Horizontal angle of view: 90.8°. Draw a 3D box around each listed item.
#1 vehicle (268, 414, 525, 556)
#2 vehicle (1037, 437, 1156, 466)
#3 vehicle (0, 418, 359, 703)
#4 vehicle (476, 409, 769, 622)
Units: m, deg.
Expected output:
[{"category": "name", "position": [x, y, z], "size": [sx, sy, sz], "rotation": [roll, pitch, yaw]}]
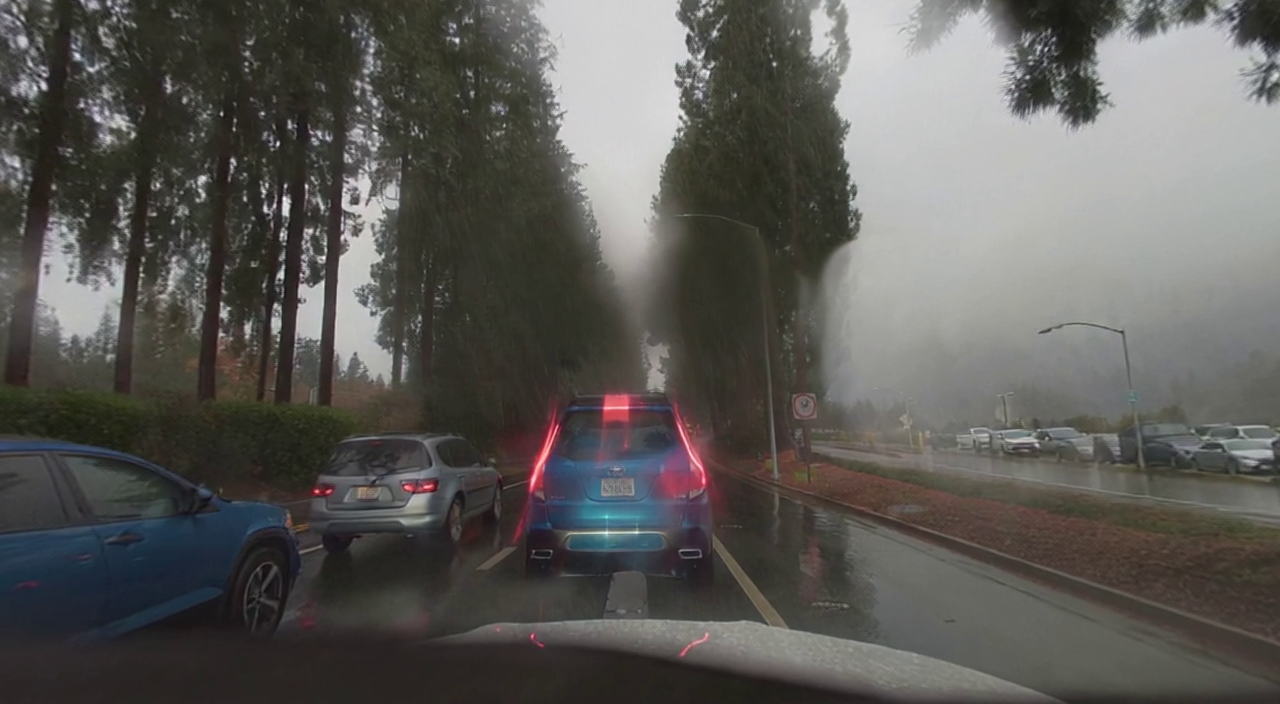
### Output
[{"category": "vehicle", "position": [-3.470, 2.001, 10.256], "size": [2.188, 1.745, 4.618], "rotation": [0, -8, 2]}, {"category": "vehicle", "position": [28.483, 6.204, 39.489], "size": [5.955, 1.702, 2.166], "rotation": [1, -8, -6]}, {"category": "vehicle", "position": [-3.653, 1.161, 3.624], "size": [1.922, 1.464, 4.424], "rotation": [0, -8, 2]}, {"category": "vehicle", "position": [-0.035, 1.525, 6.832], "size": [2.229, 1.591, 3.897], "rotation": [-1, -8, 3]}]
